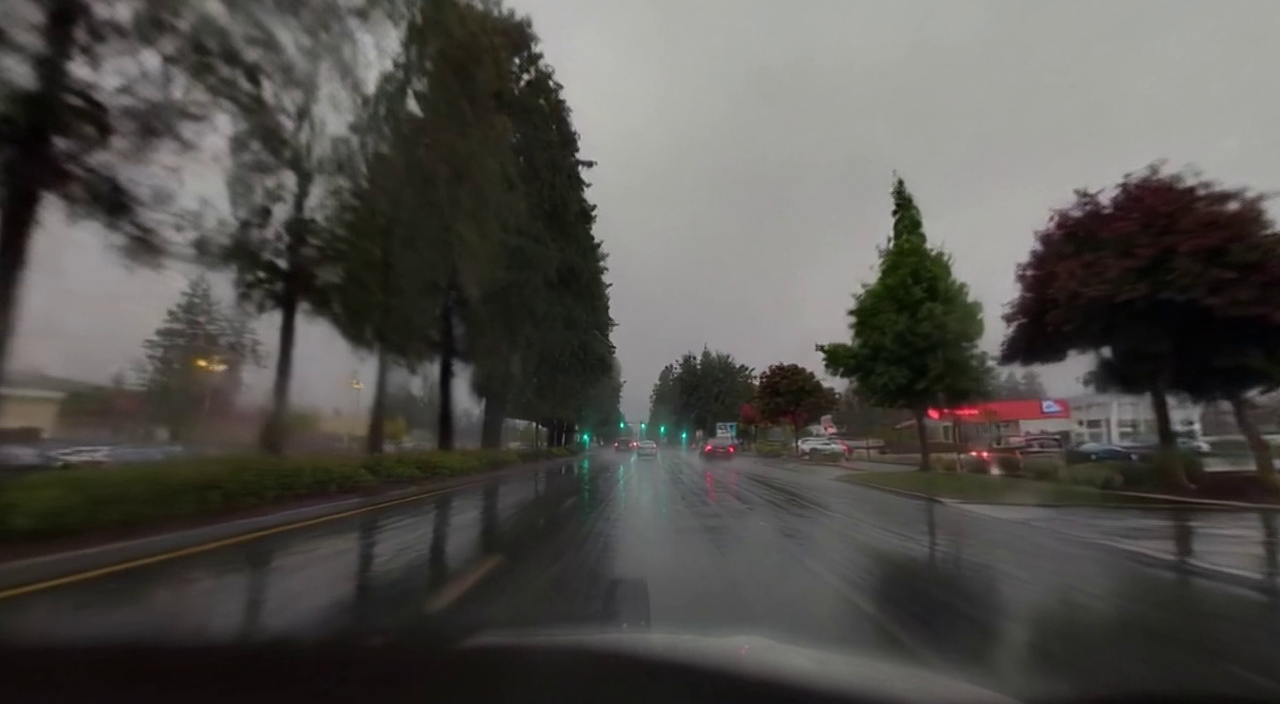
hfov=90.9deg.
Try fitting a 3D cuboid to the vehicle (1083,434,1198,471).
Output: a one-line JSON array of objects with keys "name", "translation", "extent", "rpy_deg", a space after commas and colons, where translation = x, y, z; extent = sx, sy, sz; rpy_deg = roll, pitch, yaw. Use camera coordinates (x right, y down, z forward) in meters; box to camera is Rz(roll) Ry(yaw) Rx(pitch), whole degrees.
[{"name": "vehicle", "translation": [24.663, 4.968, 31.338], "extent": [1.894, 1.656, 4.841], "rpy_deg": [0, -8, 2]}]

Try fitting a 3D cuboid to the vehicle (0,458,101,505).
[{"name": "vehicle", "translation": [-22.487, 4.577, 22.419], "extent": [2.111, 1.500, 5.131], "rpy_deg": [0, -8, -1]}]

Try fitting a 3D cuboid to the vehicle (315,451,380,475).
[{"name": "vehicle", "translation": [-19.269, 7.320, 41.780], "extent": [1.822, 1.479, 4.692], "rpy_deg": [-1, -8, 4]}]

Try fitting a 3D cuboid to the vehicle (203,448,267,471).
[{"name": "vehicle", "translation": [-30.933, 8.174, 48.290], "extent": [1.904, 1.639, 4.317], "rpy_deg": [0, -9, 2]}]

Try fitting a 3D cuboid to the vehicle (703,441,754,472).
[{"name": "vehicle", "translation": [4.483, 5.342, 32.456], "extent": [1.916, 1.459, 4.335], "rpy_deg": [0, -8, -1]}]

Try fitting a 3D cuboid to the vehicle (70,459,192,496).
[{"name": "vehicle", "translation": [-22.461, 5.521, 28.059], "extent": [1.771, 1.373, 4.308], "rpy_deg": [0, -8, 2]}]

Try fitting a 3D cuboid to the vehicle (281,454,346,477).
[{"name": "vehicle", "translation": [-22.041, 7.672, 42.811], "extent": [1.778, 1.395, 4.713], "rpy_deg": [0, -8, 2]}]

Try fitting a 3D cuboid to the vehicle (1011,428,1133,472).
[{"name": "vehicle", "translation": [21.305, 4.888, 31.513], "extent": [2.124, 1.920, 5.946], "rpy_deg": [0, -9, 3]}]

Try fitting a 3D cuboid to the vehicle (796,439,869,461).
[{"name": "vehicle", "translation": [14.808, 7.569, 48.630], "extent": [4.909, 1.463, 1.924], "rpy_deg": [-2, -9, 1]}]
